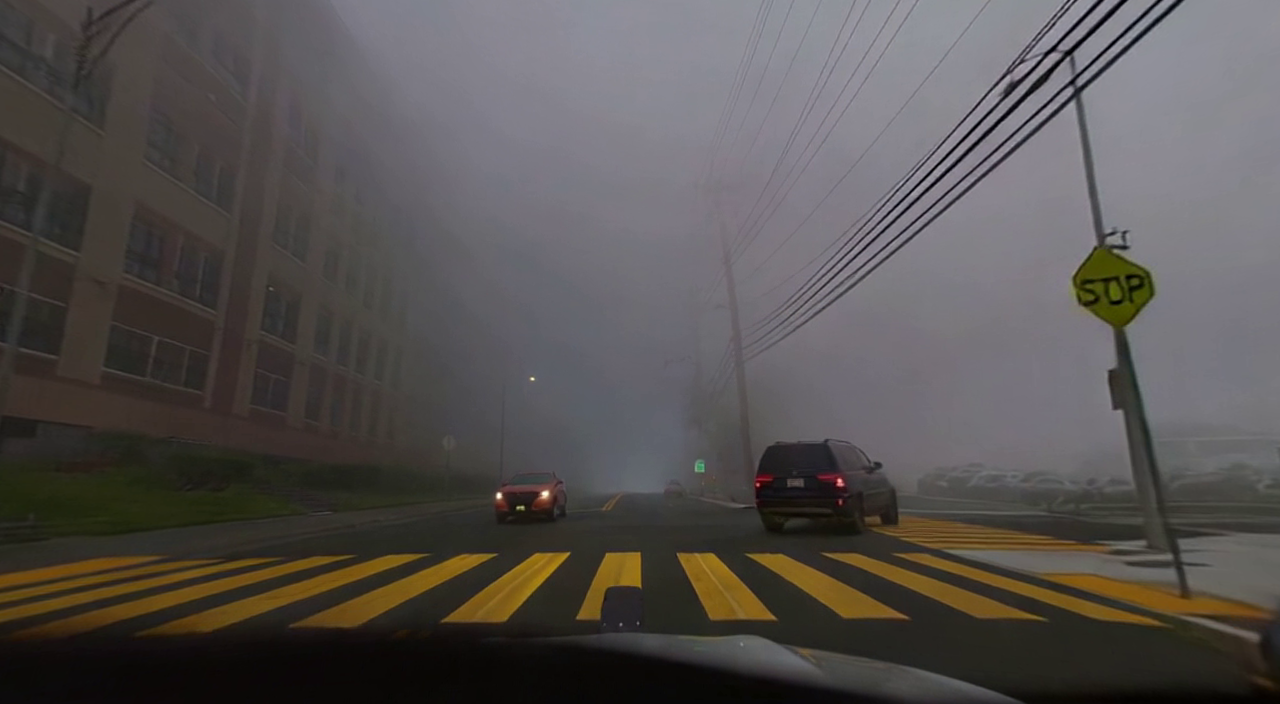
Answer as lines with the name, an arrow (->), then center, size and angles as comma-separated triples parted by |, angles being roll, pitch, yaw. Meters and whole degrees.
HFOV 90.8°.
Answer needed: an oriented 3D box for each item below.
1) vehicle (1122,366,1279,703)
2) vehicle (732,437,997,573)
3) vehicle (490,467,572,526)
vehicle -> 3.272, 0.667, 0.930 | 1.933, 1.612, 3.941 | 0, -8, -1
vehicle -> 4.039, 2.400, 10.950 | 4.872, 1.789, 2.214 | 7, -11, -42
vehicle -> -3.433, 4.634, 20.641 | 1.911, 1.563, 4.057 | 0, -8, 0
